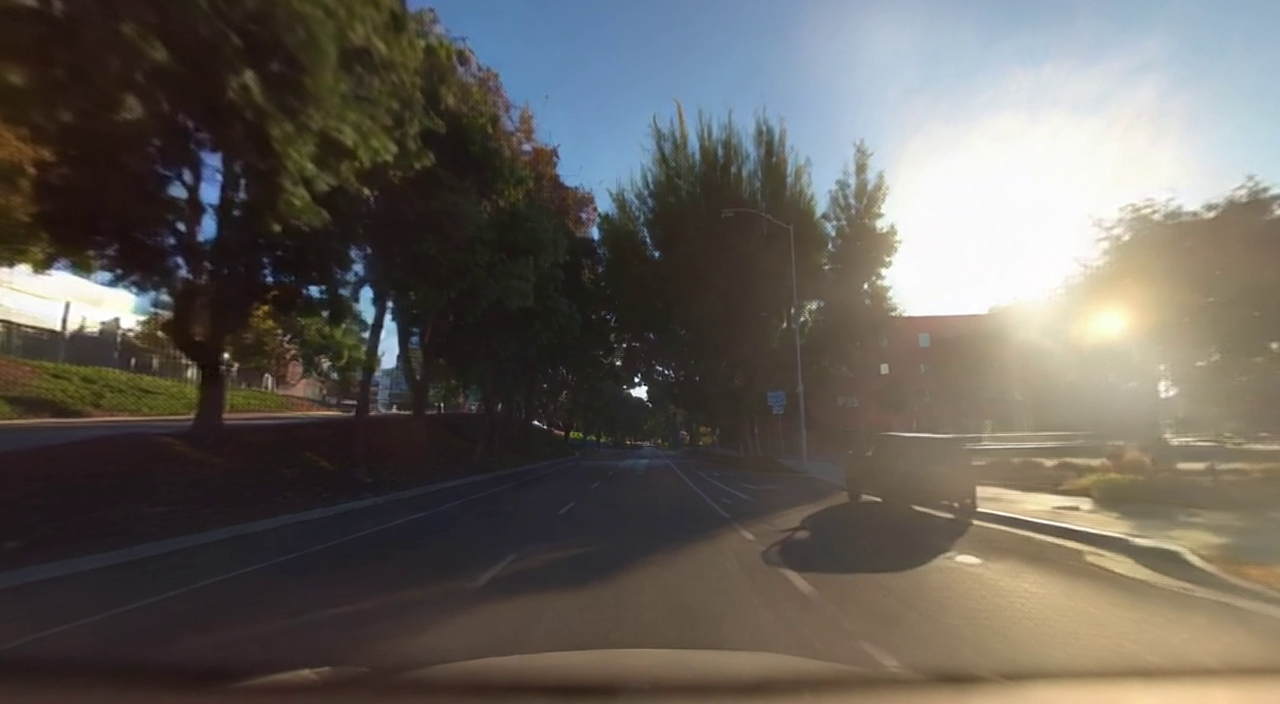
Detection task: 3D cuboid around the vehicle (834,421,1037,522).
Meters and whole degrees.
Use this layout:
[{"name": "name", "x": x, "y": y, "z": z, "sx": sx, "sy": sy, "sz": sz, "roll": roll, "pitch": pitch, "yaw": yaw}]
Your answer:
[{"name": "vehicle", "x": 6.062, "y": 2.507, "z": 13.858, "sx": 2.177, "sy": 1.788, "sz": 5.106, "roll": 0, "pitch": -8, "yaw": 3}]
